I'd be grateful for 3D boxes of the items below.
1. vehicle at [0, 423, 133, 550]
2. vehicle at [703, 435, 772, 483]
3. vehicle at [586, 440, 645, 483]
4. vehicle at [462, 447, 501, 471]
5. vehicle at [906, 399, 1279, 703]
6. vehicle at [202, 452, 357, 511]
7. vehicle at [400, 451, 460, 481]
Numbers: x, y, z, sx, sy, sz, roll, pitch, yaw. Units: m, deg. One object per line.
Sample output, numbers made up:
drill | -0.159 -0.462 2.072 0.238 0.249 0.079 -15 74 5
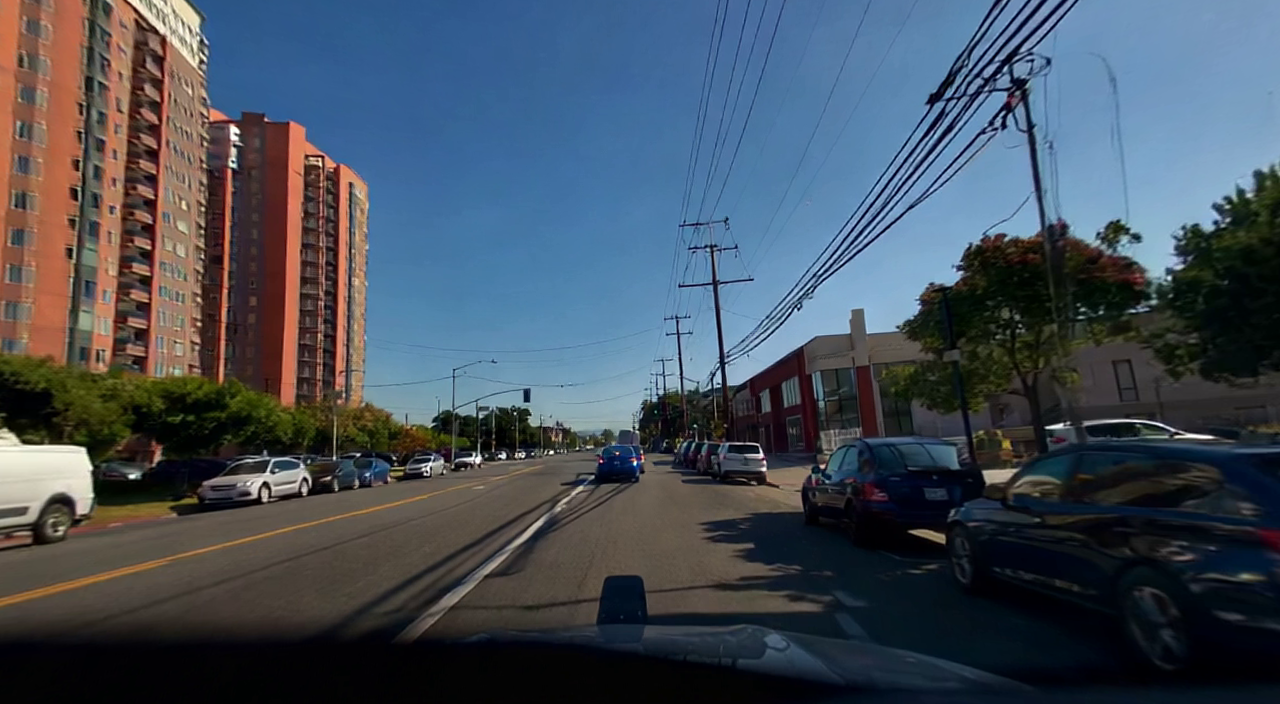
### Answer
vehicle | -11.833 2.312 10.375 2.312 2.106 5.718 -5 -9 0
vehicle | 3.738 4.201 25.068 1.967 1.721 4.410 0 -9 -1
vehicle | -0.849 4.087 23.844 2.019 1.453 4.603 0 -9 0
vehicle | -12.071 8.160 48.326 2.011 1.687 4.079 -2 -9 -2
vehicle | 4.017 1.315 4.945 1.941 1.575 4.315 0 -9 0
vehicle | -11.968 4.299 21.564 2.242 1.534 5.414 -4 -9 -1
vehicle | -12.014 6.505 36.404 1.868 1.491 4.367 -4 -9 1
